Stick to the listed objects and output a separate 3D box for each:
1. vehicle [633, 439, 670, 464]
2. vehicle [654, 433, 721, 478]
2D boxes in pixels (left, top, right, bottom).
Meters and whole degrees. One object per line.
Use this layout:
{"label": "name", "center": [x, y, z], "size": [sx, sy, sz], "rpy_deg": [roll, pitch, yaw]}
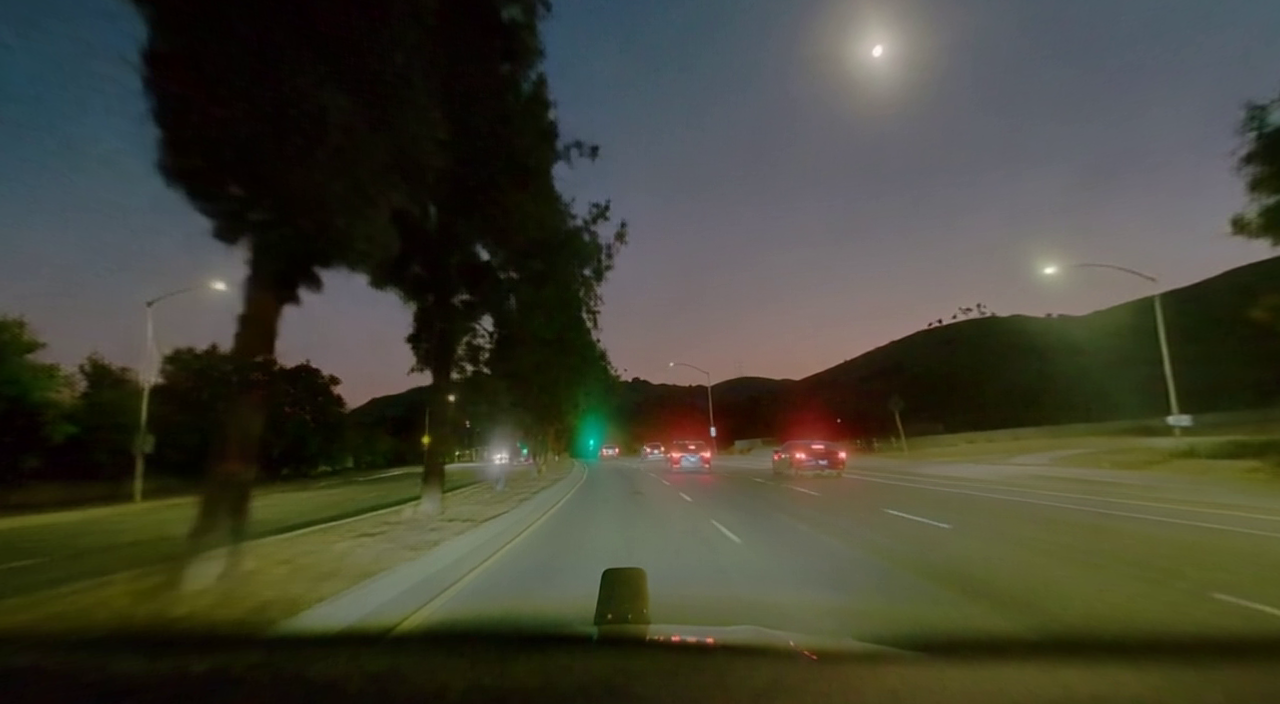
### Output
{"label": "vehicle", "center": [0.798, 7.598, 48.163], "size": [2.210, 1.788, 4.293], "rpy_deg": [1, -9, -8]}
{"label": "vehicle", "center": [1.945, 4.458, 27.347], "size": [2.253, 1.756, 4.313], "rpy_deg": [0, -8, -4]}
